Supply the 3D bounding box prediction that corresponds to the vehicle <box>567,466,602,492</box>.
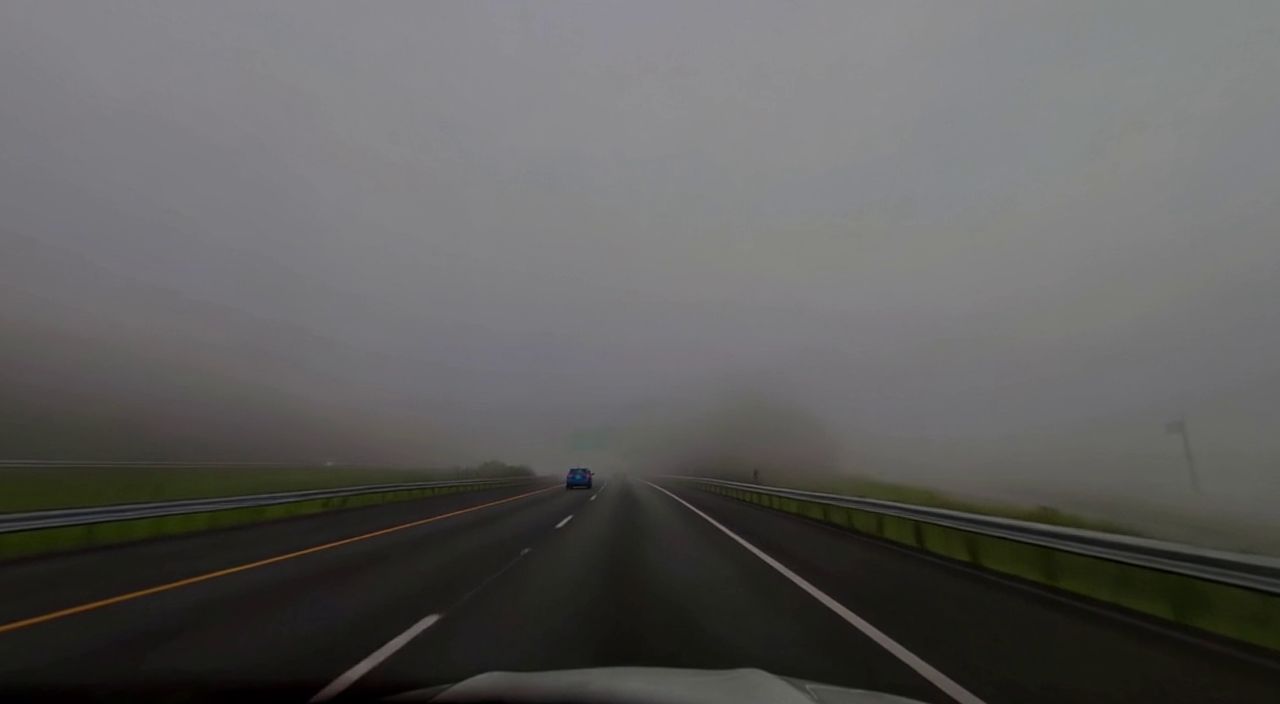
[{"bbox_3d":[-3.613,8.374,41.775,1.967,1.556,4.364,1,-10,-1],"label":"vehicle"}]
